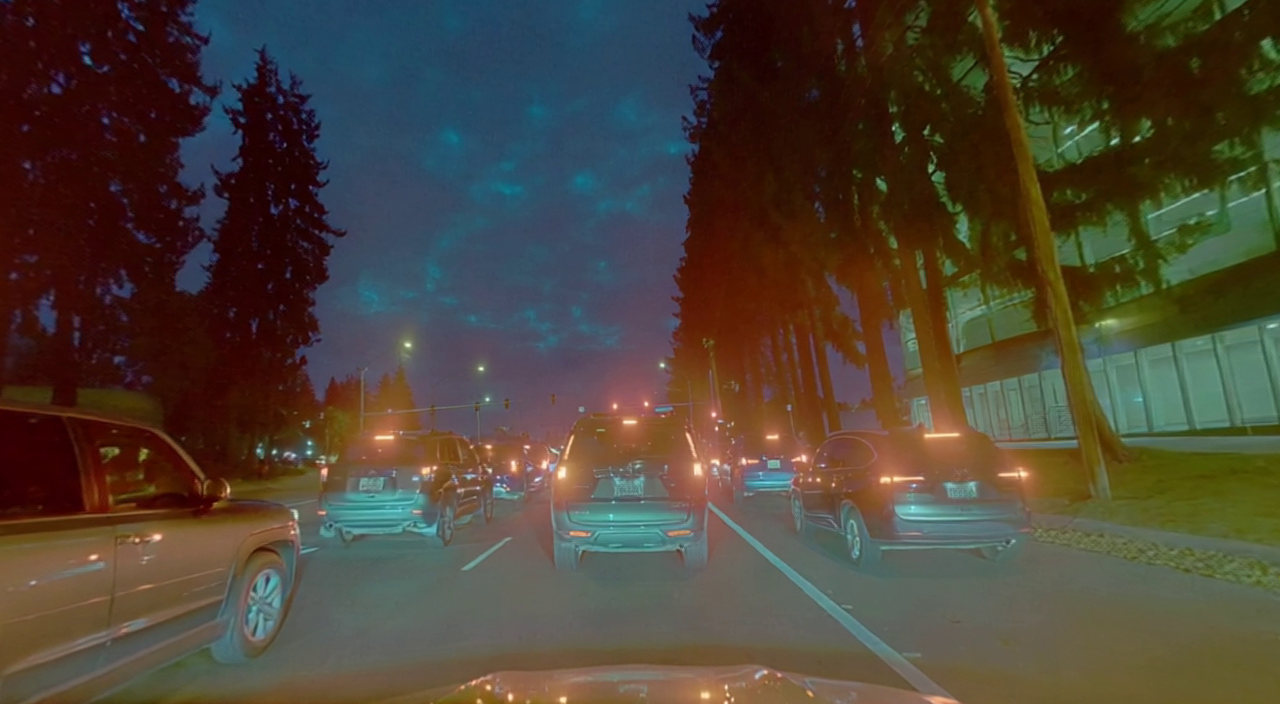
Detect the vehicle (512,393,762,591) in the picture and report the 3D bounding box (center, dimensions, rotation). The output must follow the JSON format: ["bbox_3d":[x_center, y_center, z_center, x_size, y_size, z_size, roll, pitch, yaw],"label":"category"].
[{"bbox_3d":[-0.006,1.532,7.657,2.193,1.744,4.033,0,-8,1],"label":"vehicle"}]

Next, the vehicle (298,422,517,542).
[{"bbox_3d":[-3.647,2.113,10.925,2.042,1.641,4.314,0,-8,1],"label":"vehicle"}]

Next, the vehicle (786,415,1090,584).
[{"bbox_3d":[3.263,1.671,7.857,1.922,1.579,3.642,0,-8,-1],"label":"vehicle"}]

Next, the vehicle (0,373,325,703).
[{"bbox_3d":[-3.772,0.998,3.307,1.929,1.641,4.193,0,-8,2],"label":"vehicle"}]
